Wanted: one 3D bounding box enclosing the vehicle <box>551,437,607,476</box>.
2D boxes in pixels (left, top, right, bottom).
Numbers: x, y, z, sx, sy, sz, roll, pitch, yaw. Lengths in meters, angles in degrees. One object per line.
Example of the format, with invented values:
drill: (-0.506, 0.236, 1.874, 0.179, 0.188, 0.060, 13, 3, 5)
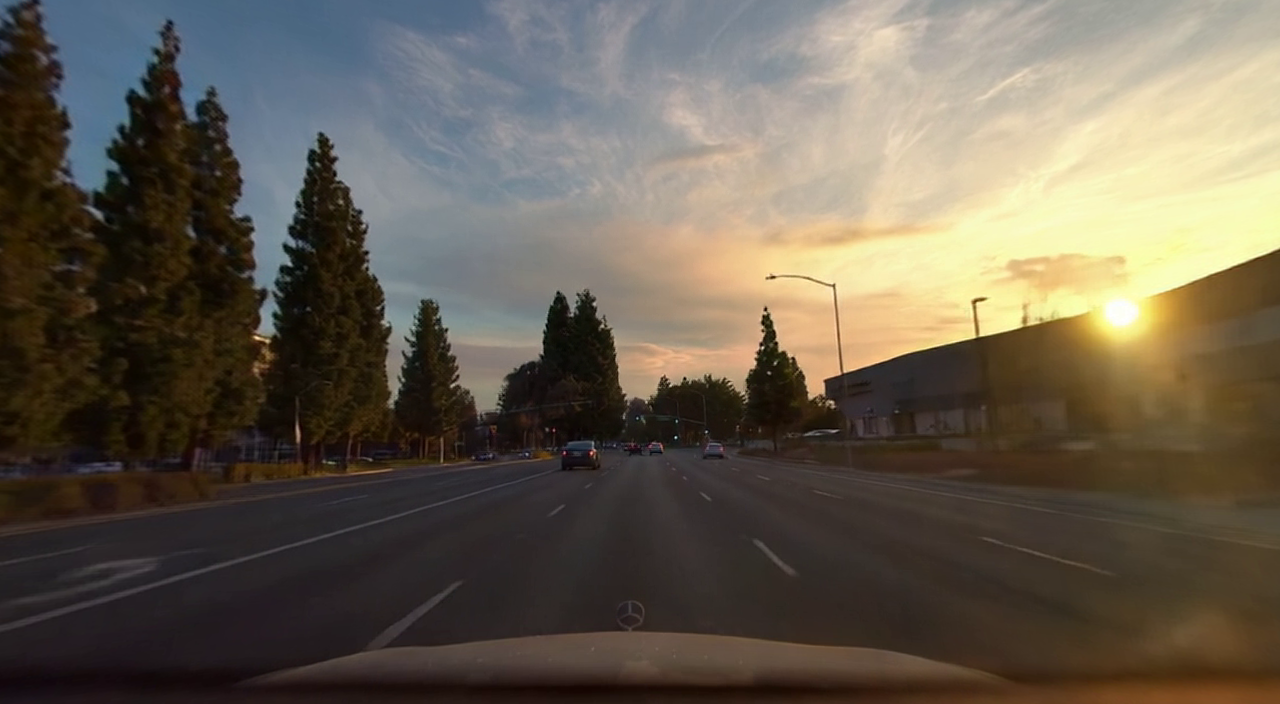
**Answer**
vehicle: (-2.737, 4.846, 29.437, 2.121, 1.656, 4.559, 0, -8, 1)
